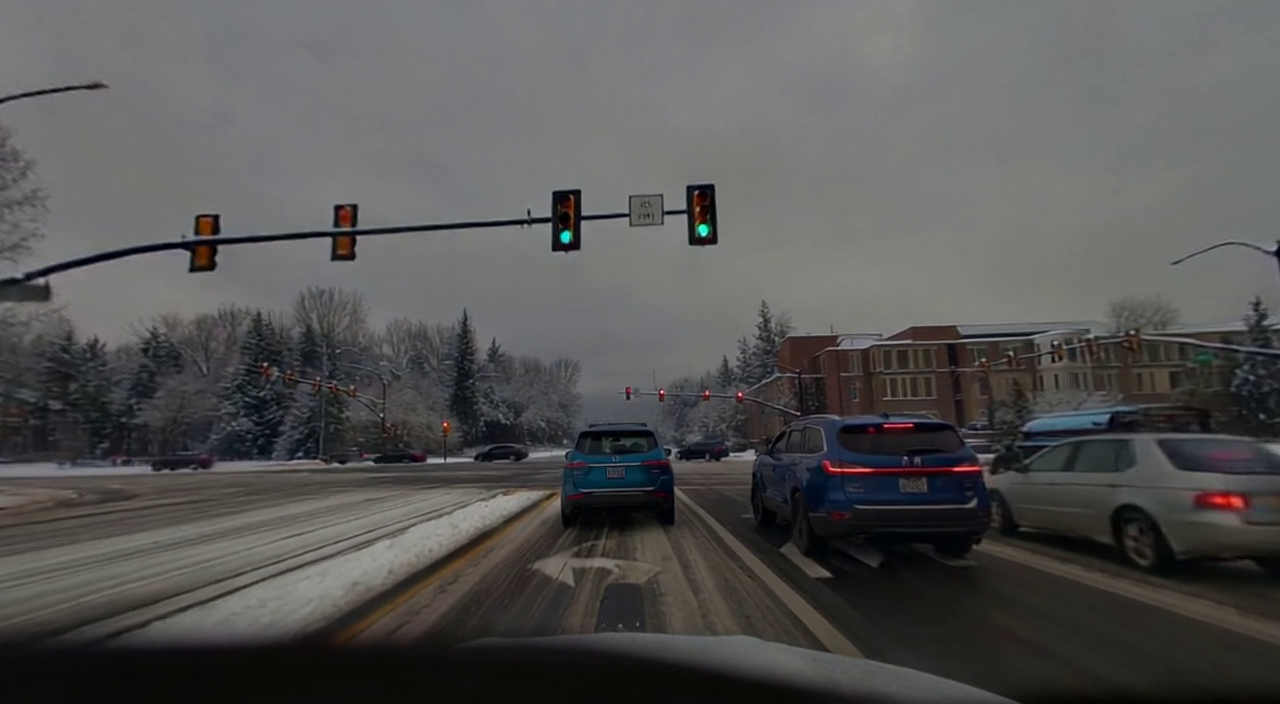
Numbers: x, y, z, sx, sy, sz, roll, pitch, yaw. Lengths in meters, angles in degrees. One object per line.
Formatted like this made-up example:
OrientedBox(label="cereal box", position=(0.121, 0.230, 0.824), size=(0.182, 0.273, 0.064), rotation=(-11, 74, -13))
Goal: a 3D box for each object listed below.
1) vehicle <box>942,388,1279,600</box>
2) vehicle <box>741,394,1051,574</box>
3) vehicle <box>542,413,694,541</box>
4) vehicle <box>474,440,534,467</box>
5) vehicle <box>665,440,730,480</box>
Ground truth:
OrientedBox(label="vehicle", position=(6.095, 1.548, 7.863), size=(2.049, 1.743, 5.146), rotation=(0, -8, -1))
OrientedBox(label="vehicle", position=(2.951, 1.653, 8.641), size=(2.228, 1.798, 4.370), rotation=(0, -9, -3))
OrientedBox(label="vehicle", position=(-0.342, 1.996, 10.650), size=(2.039, 1.698, 4.144), rotation=(0, -8, -1))
OrientedBox(label="vehicle", position=(-9.191, 6.822, 42.550), size=(2.188, 1.712, 4.318), rotation=(7, -11, -38))
OrientedBox(label="vehicle", position=(2.208, 4.312, 25.597), size=(1.900, 1.459, 4.260), rotation=(1, -8, -5))
